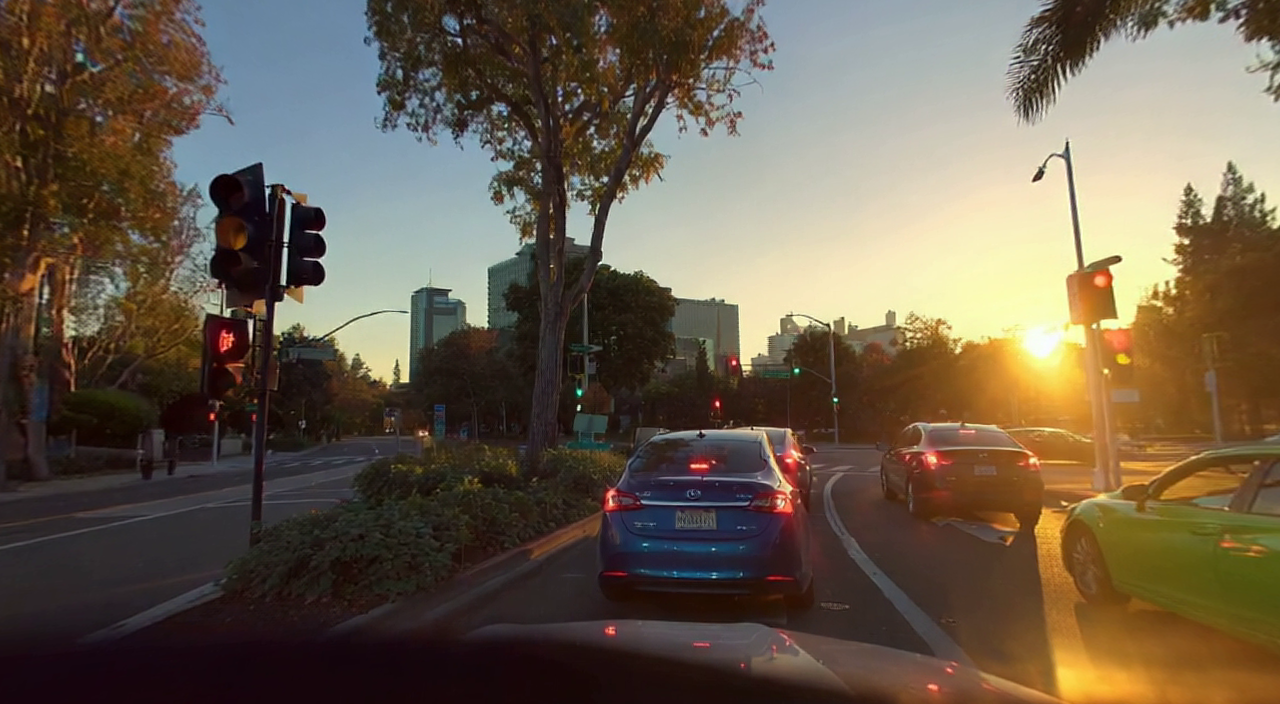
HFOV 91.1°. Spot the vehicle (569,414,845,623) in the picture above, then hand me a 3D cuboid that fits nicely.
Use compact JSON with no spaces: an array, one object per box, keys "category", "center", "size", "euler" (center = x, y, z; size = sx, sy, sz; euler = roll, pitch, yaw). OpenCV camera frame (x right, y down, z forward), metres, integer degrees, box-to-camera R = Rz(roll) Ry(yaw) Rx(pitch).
[{"category":"vehicle","center":[0.857,1.500,6.685],"size":[2.052,1.483,3.928],"euler":[-2,-8,12]}]

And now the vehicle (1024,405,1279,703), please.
[{"category":"vehicle","center":[4.251,1.060,3.375],"size":[1.954,1.508,4.441],"euler":[-1,-8,6]}]

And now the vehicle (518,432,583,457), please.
[{"category":"vehicle","center":[-5.961,6.104,41.536],"size":[1.932,1.573,4.509],"euler":[8,-12,-44]}]

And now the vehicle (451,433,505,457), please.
[{"category":"vehicle","center":[-12.452,7.120,48.195],"size":[1.972,1.705,4.457],"euler":[8,-11,-44]}]

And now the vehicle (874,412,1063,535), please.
[{"category":"vehicle","center":[5.538,2.053,11.286],"size":[2.102,1.717,4.373],"euler":[-2,-9,16]}]

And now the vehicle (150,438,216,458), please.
[{"category":"vehicle","center":[-35.375,7.438,48.643],"size":[1.652,1.433,3.733],"euler":[-7,-11,40]}]
